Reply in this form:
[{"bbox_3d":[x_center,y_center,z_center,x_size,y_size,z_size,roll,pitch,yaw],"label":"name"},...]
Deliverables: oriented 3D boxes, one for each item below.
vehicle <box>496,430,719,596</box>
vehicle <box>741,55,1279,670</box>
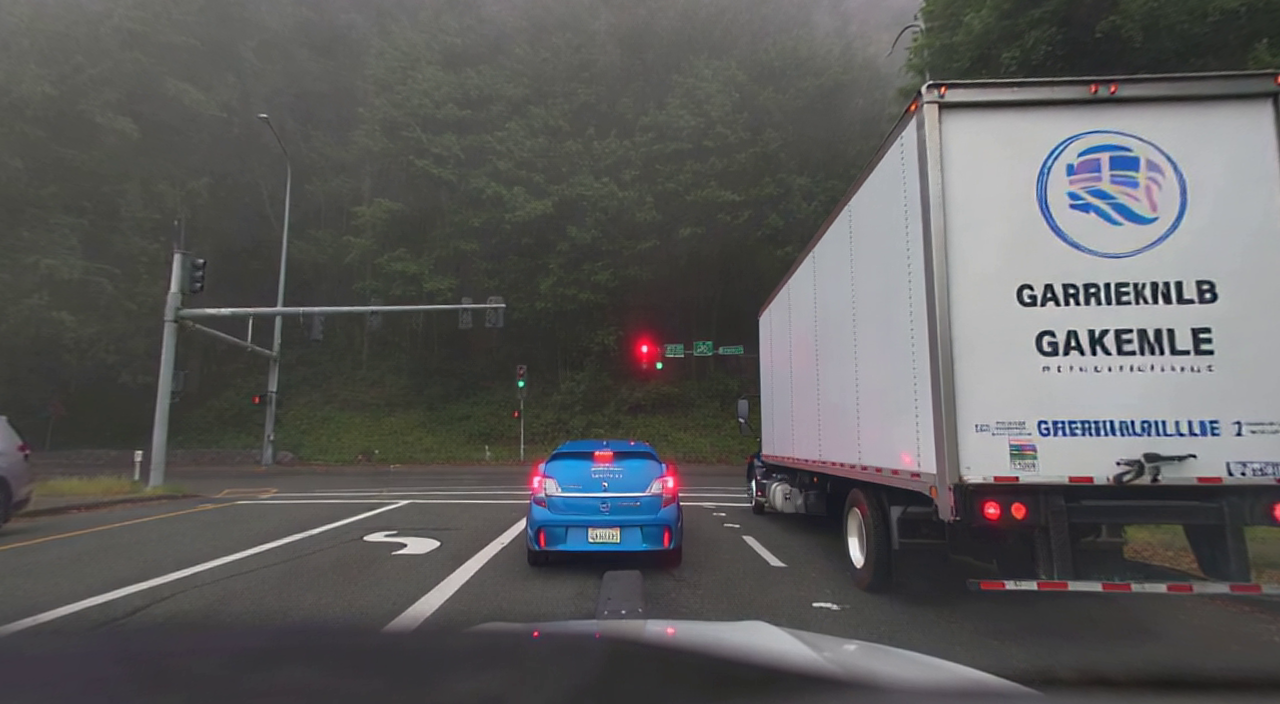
[{"bbox_3d":[-0.328,1.706,7.428,1.975,1.457,3.526,0,-9,-1],"label":"vehicle"},{"bbox_3d":[3.525,0.677,8.645,2.884,3.753,9.763,0,-9,2],"label":"vehicle"}]
